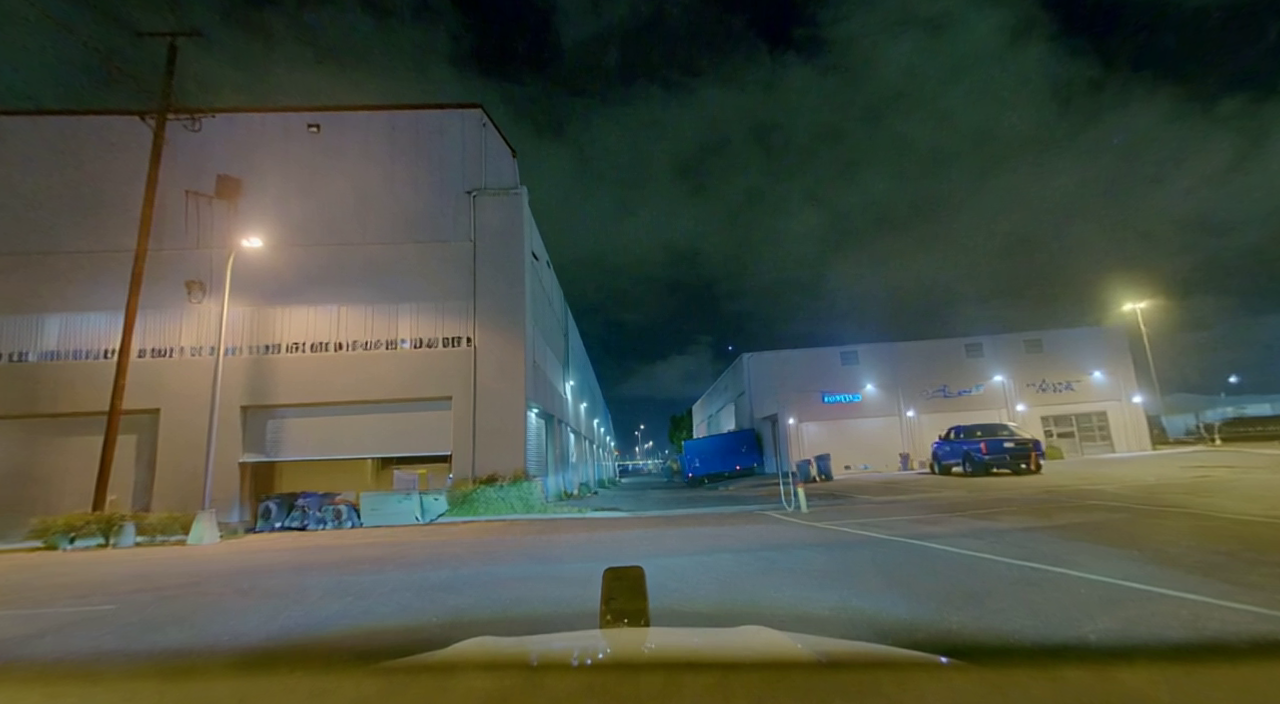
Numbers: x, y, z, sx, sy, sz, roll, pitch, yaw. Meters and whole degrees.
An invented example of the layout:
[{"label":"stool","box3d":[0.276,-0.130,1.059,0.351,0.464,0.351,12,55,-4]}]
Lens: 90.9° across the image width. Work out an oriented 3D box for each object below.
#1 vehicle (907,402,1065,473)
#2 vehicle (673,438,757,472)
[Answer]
[{"label":"vehicle","box3d":[17.445,4.409,32.123,6.271,3.004,2.298,-5,-10,4]},{"label":"vehicle","box3d":[4.892,6.775,41.666,5.207,2.103,1.997,0,-8,-4]}]
